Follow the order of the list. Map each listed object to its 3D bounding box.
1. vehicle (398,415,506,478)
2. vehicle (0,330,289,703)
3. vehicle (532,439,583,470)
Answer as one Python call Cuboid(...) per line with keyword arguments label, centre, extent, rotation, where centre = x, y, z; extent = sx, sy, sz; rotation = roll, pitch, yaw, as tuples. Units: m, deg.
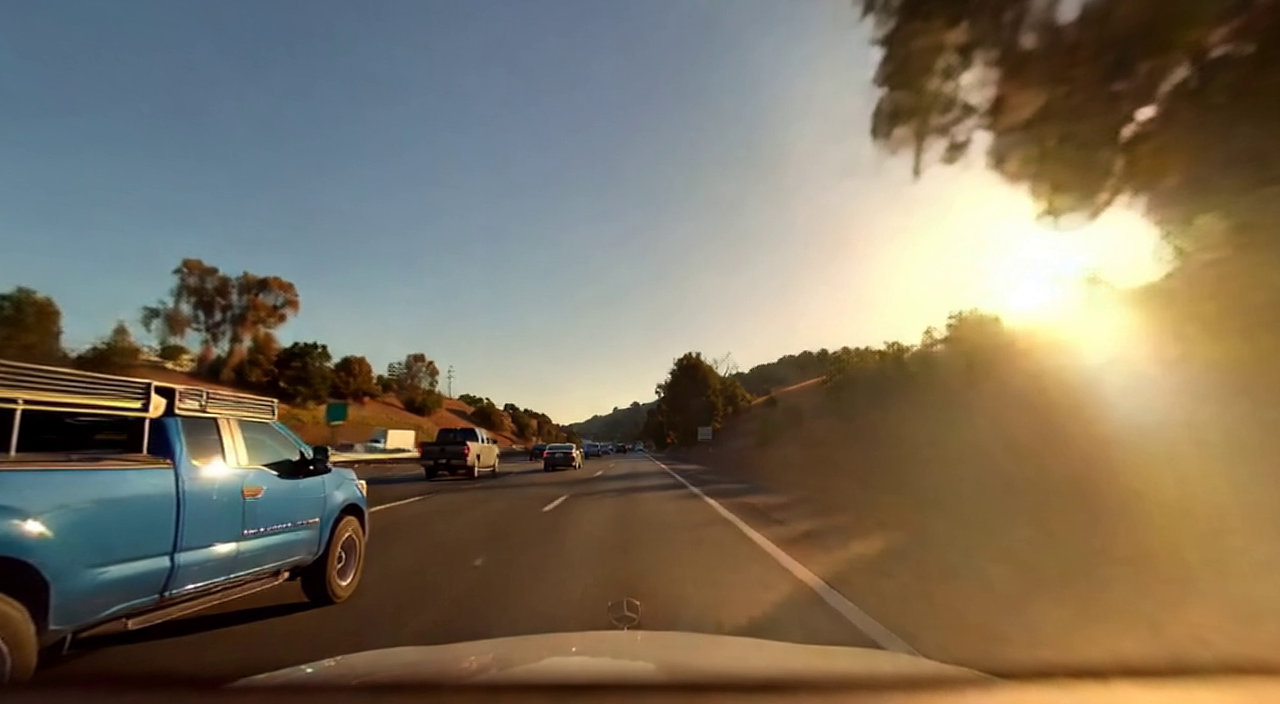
Cuboid(label="vehicle", centre=(-7.532, 3.906, 26.087), extent=(2.594, 2.254, 6.028), rotation=(0, -9, 0))
Cuboid(label="vehicle", centre=(-4.043, 0.772, 2.610), extent=(2.200, 1.807, 5.041), rotation=(0, -9, 1))
Cuboid(label="vehicle", centre=(-4.224, 5.339, 32.882), extent=(2.012, 1.509, 4.359), rotation=(0, -9, 1))
